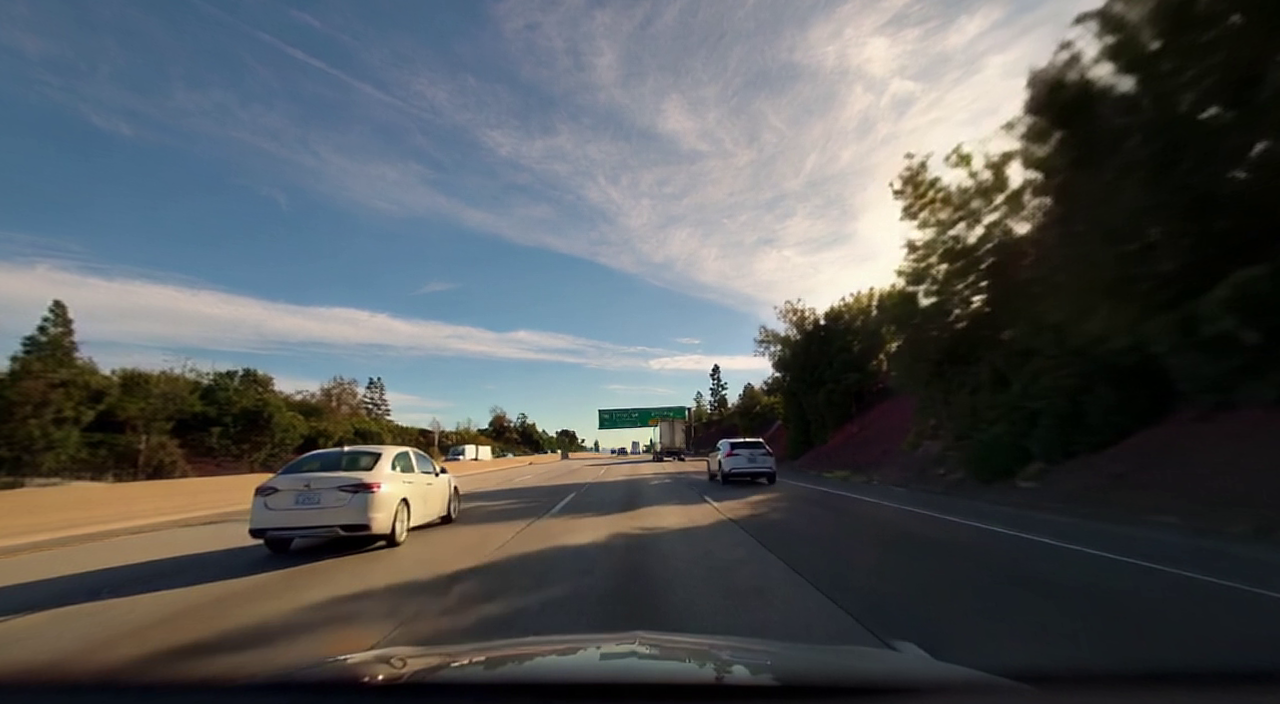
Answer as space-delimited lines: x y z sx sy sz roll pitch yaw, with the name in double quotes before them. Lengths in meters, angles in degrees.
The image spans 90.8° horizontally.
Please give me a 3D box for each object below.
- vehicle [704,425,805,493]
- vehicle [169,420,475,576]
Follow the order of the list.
"vehicle" 3.263 3.164 19.009 2.065 1.760 4.488 0 -8 -1
"vehicle" -3.958 1.882 9.057 1.903 1.607 4.770 0 -8 0
